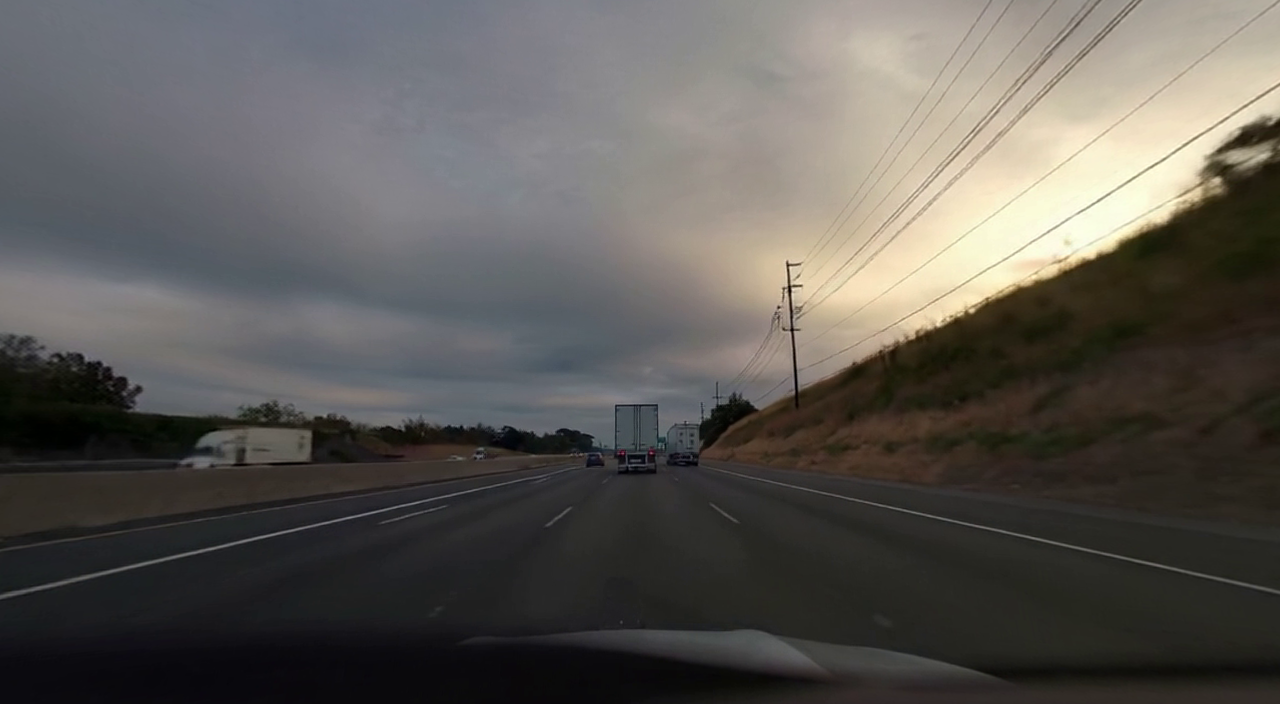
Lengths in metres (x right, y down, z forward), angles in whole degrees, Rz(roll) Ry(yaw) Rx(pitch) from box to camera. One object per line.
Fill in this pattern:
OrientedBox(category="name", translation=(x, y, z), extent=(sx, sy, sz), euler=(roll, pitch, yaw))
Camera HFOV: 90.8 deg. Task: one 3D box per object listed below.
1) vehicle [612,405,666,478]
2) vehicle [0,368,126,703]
OrientedBox(category="vehicle", translation=(-0.073, 5.786, 40.455), extent=(2.985, 4.025, 10.982), euler=(0, -9, 0))
OrientedBox(category="vehicle", translation=(-3.851, 0.681, 1.240), extent=(2.050, 1.679, 4.253), euler=(0, -9, 0))
